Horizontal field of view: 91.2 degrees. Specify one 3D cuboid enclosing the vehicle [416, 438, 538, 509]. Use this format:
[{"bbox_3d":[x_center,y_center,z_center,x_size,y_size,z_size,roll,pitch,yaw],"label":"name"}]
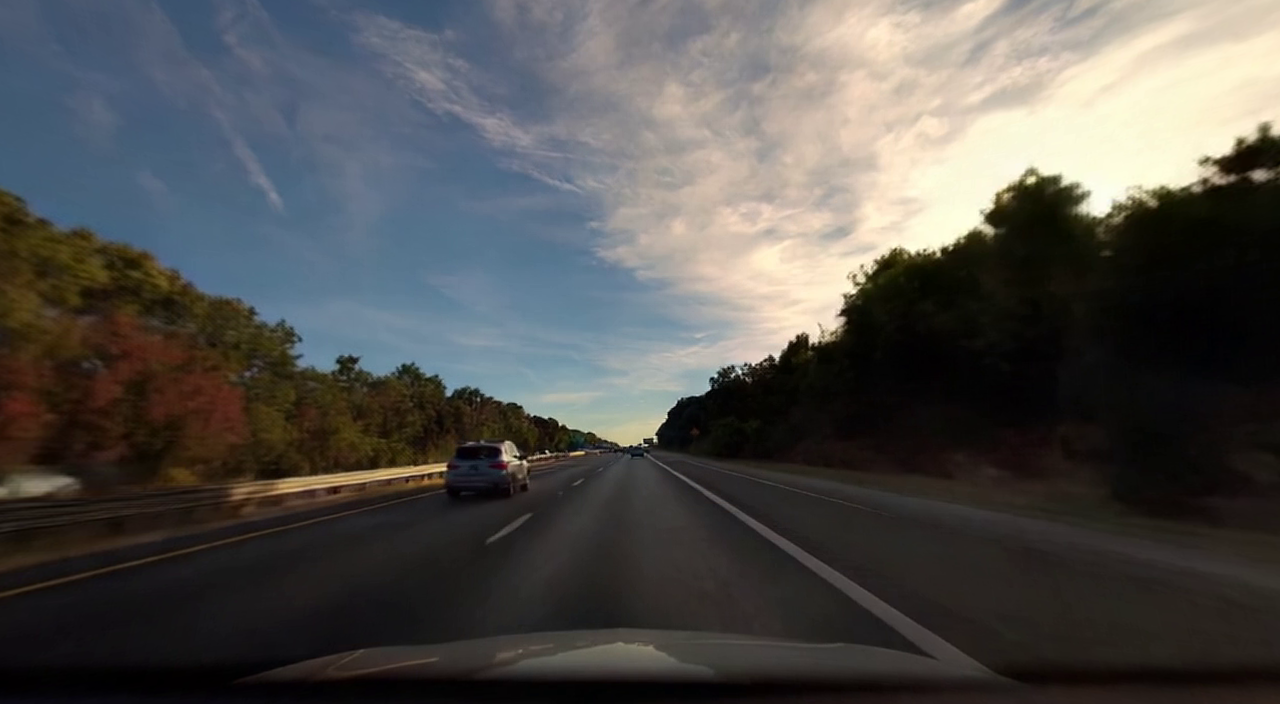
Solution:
[{"bbox_3d":[-4.108,3.139,16.686,1.958,1.587,4.801,0,-9,0],"label":"vehicle"}]
